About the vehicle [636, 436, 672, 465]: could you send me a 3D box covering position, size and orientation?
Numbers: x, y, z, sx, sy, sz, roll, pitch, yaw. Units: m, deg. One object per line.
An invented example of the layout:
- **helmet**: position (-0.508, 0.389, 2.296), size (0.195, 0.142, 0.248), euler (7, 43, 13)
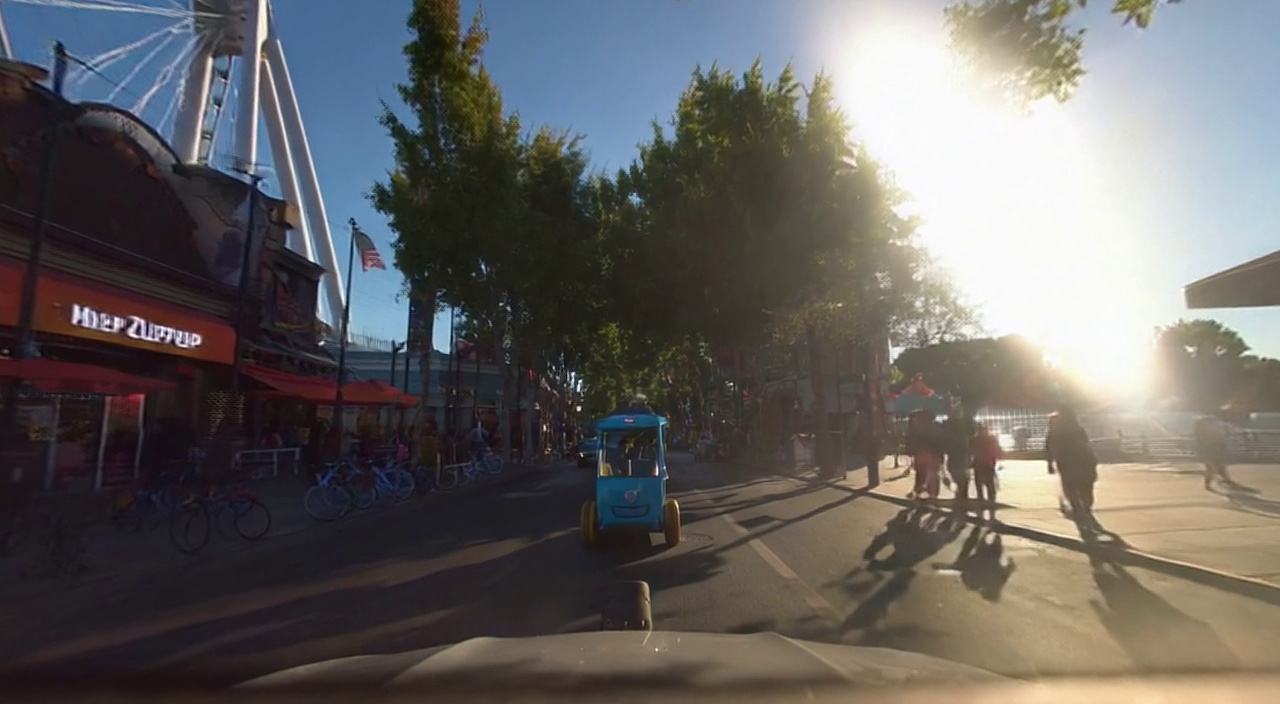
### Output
- **vehicle**: position (0.931, 6.387, 40.826), size (2.221, 1.773, 4.228), euler (0, -9, 2)

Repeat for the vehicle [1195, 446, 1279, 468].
- **vehicle**: position (41.713, 7.305, 43.859), size (4.120, 1.445, 1.893), euler (-2, -9, 10)
